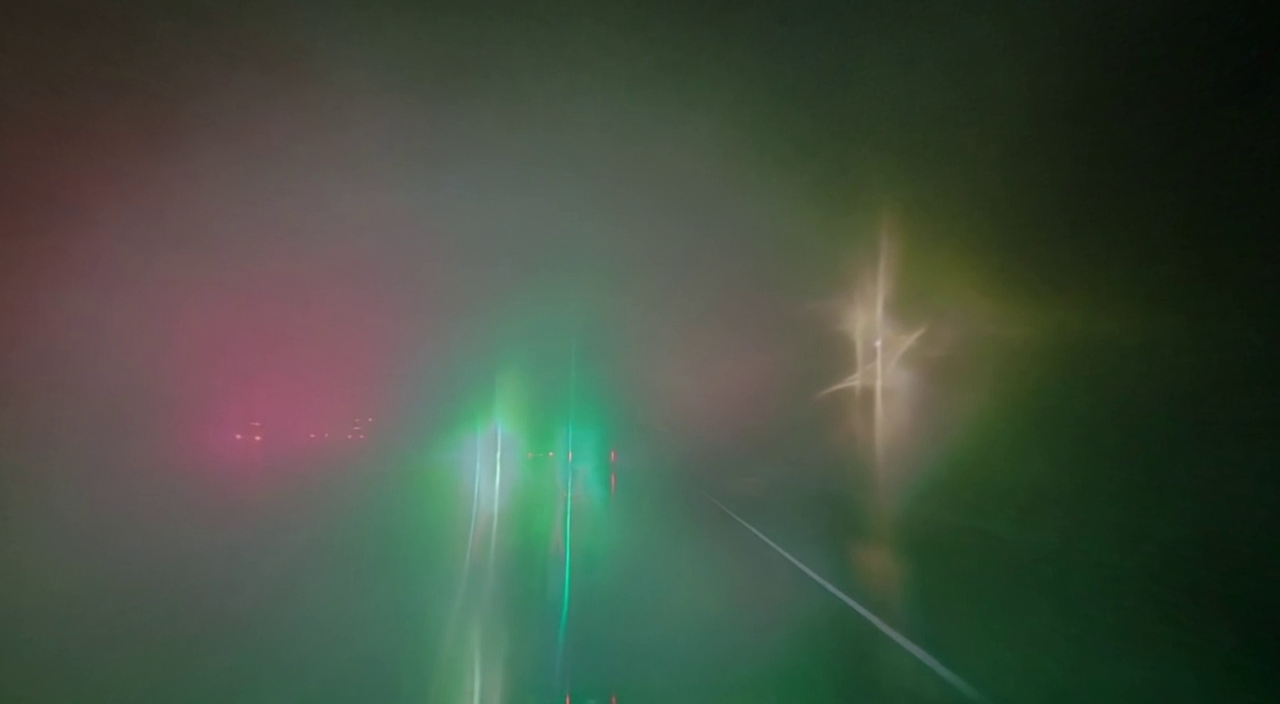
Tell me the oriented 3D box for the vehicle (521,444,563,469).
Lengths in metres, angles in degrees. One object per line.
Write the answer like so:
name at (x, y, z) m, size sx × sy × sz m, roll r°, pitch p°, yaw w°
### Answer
vehicle at (-6.767, 7.297, 44.065) m, size 2.164 × 1.664 × 4.252 m, roll 0°, pitch -9°, yaw 1°

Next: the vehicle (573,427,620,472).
vehicle at (-2.572, 6.073, 39.187) m, size 2.437 × 2.565 × 5.829 m, roll 0°, pitch -9°, yaw 1°
